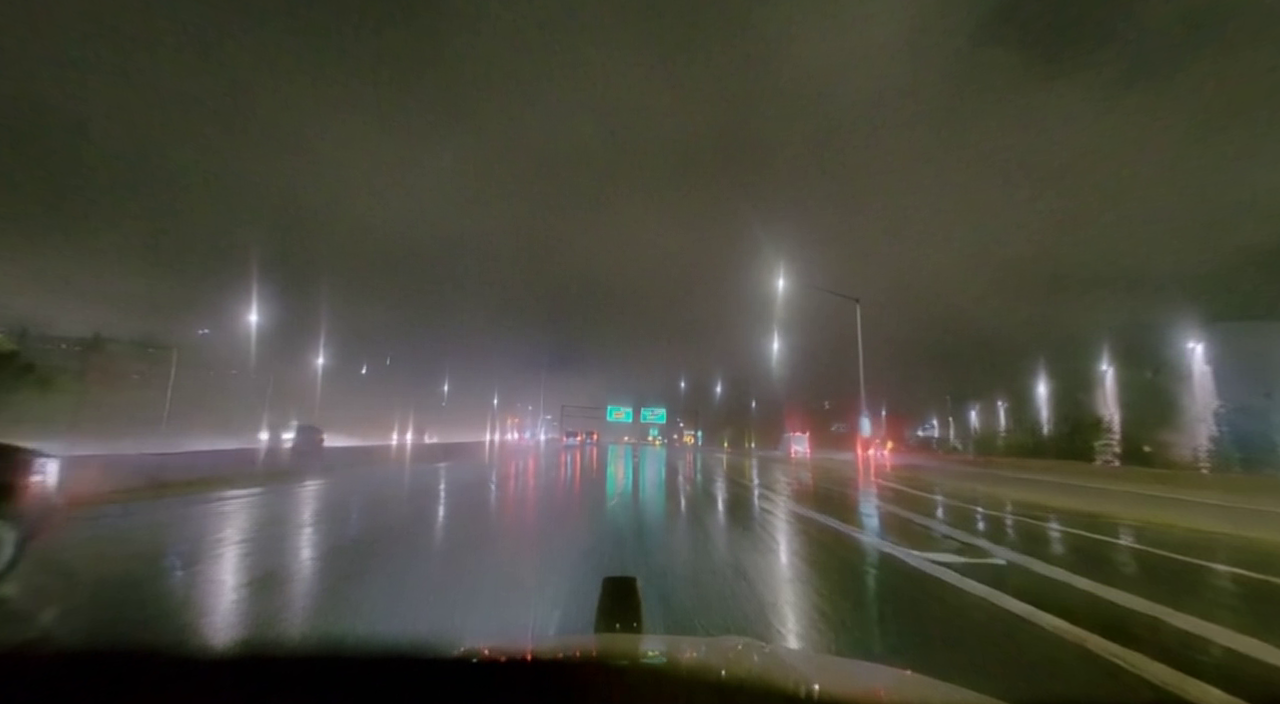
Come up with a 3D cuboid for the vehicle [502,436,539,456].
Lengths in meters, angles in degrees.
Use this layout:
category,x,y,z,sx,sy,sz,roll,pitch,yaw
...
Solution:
category,x,y,z,sx,sy,sz,roll,pitch,yaw
vehicle,-9.189,7.259,48.754,1.976,1.413,4.088,0,-8,2
